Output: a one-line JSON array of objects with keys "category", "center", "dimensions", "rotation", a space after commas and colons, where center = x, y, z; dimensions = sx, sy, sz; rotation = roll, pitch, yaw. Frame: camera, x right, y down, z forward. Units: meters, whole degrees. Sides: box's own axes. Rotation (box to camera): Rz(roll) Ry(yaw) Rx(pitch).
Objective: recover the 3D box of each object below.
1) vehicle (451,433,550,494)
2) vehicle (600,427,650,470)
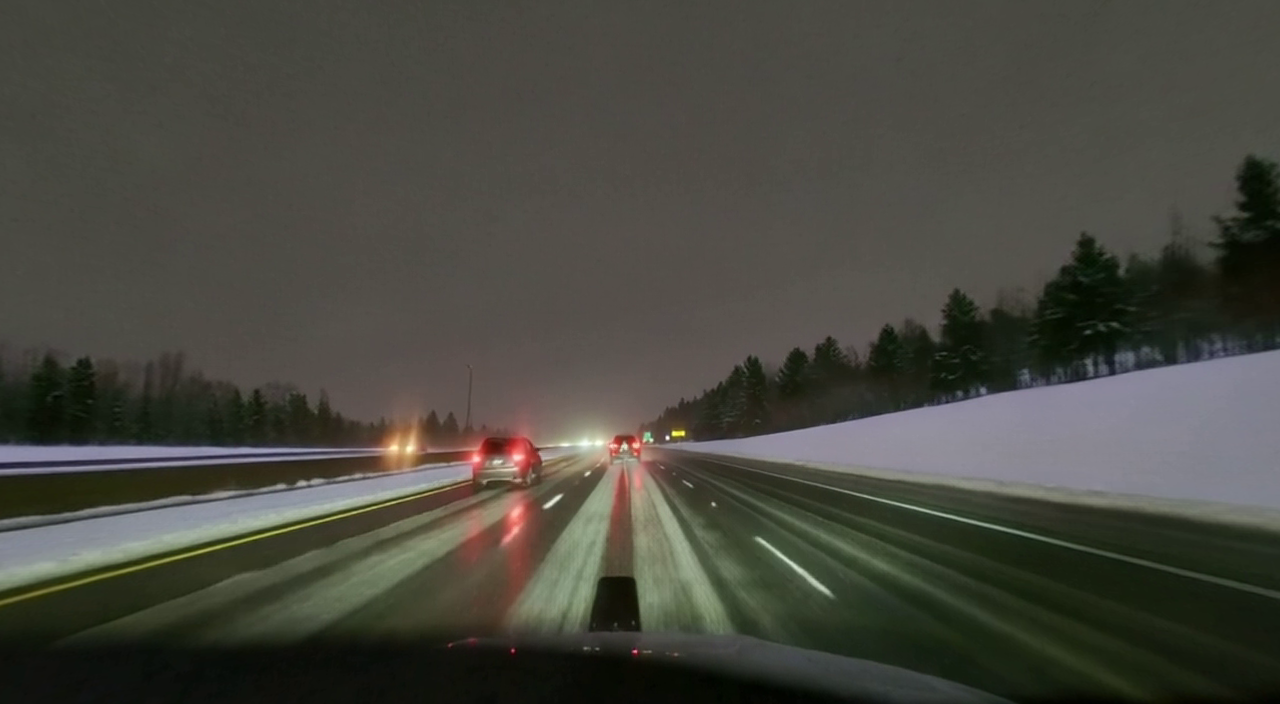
[{"category": "vehicle", "center": [-4.026, 3.278, 18.979], "dimensions": [2.039, 1.602, 4.317], "rotation": [0, -8, 0]}, {"category": "vehicle", "center": [-0.780, 4.879, 31.964], "dimensions": [2.382, 1.973, 4.439], "rotation": [0, -8, -2]}]
